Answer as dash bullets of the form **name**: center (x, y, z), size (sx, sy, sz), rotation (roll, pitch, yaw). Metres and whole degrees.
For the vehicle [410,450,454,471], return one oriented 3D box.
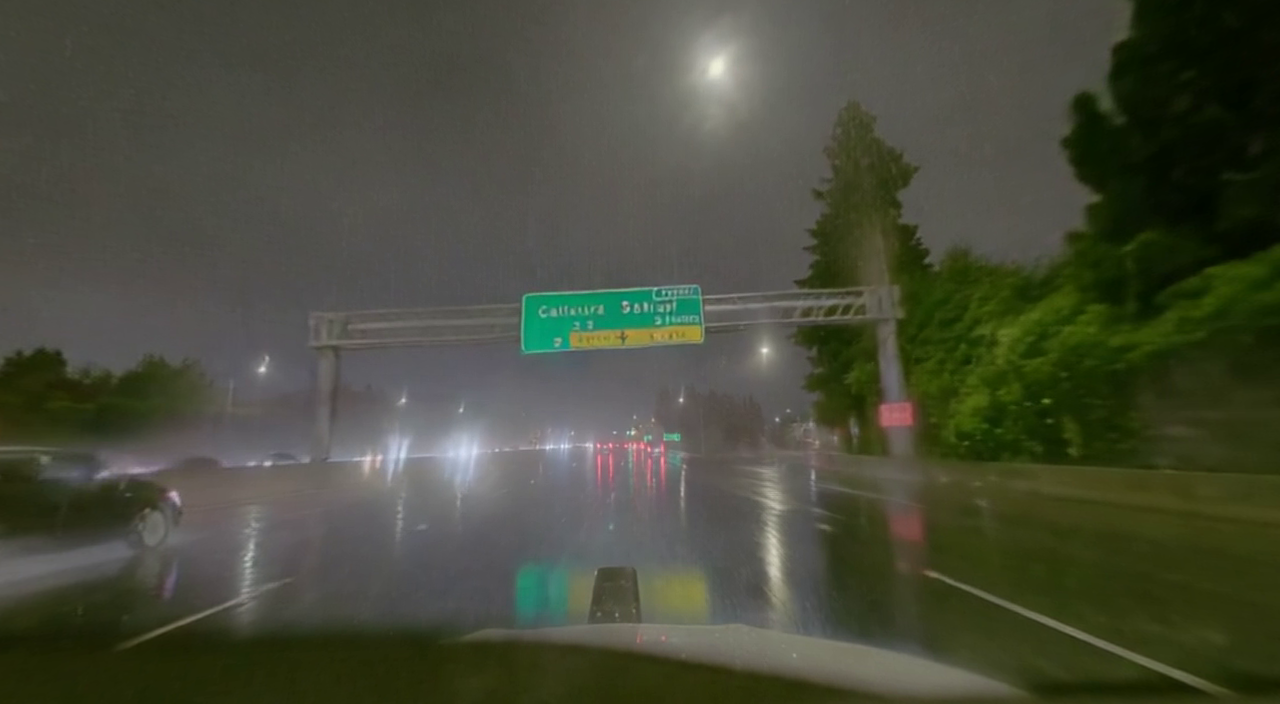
- **vehicle**: center (-15.235, 7.954, 46.464), size (1.869, 1.438, 4.435), rotation (0, -9, -2)

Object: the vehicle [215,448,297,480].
- **vehicle**: center (-21.726, 6.337, 35.951), size (2.044, 1.654, 4.344), rotation (0, -9, -2)

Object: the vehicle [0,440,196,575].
- **vehicle**: center (-8.298, 1.912, 8.088), size (2.060, 1.507, 4.494), rotation (0, -9, -2)
